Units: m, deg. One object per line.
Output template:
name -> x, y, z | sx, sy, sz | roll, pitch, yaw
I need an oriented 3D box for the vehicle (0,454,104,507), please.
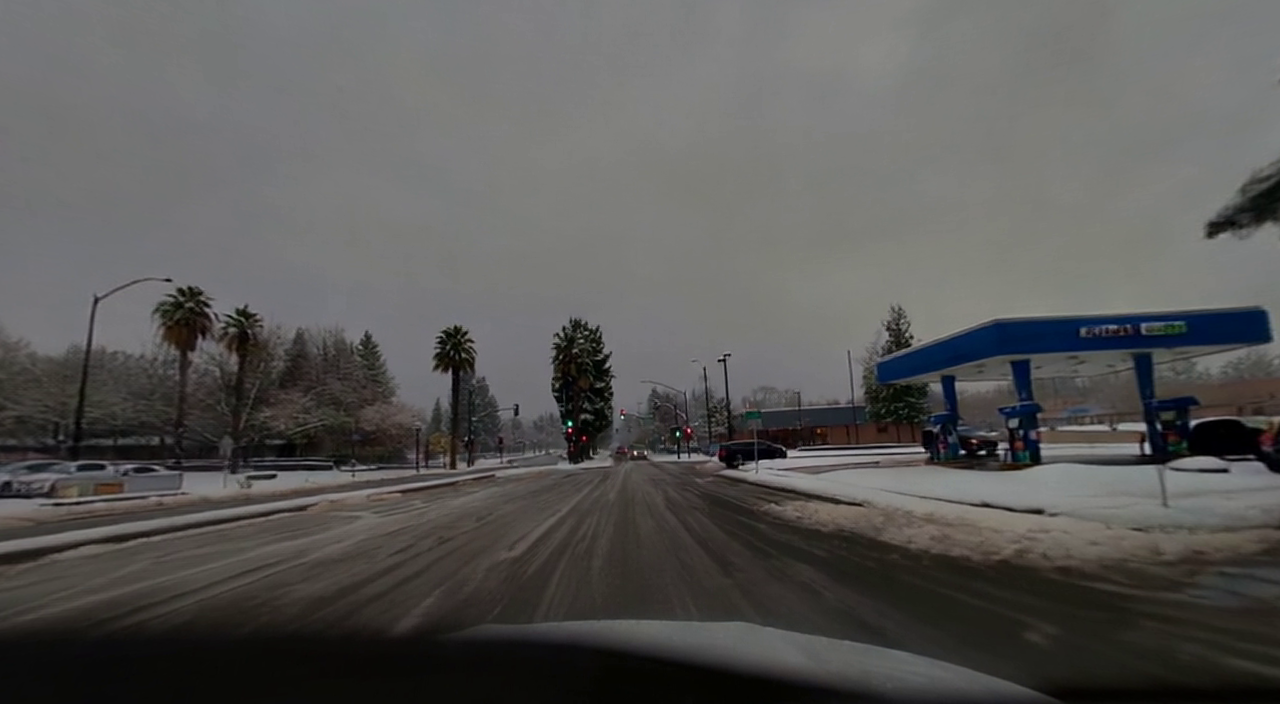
vehicle -> -25.654, 5.371, 26.204 | 5.056, 1.839, 1.957 | -3, -6, -2

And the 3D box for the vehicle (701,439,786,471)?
vehicle -> 7.319, 7.206, 44.338 | 6.059, 2.082, 2.703 | 8, -12, -43

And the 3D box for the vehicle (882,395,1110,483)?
vehicle -> 13.320, 3.550, 25.339 | 2.944, 2.783, 10.332 | 0, -9, -1

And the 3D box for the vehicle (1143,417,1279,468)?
vehicle -> 21.582, 3.328, 23.161 | 4.578, 1.756, 2.042 | 1, -9, -4
